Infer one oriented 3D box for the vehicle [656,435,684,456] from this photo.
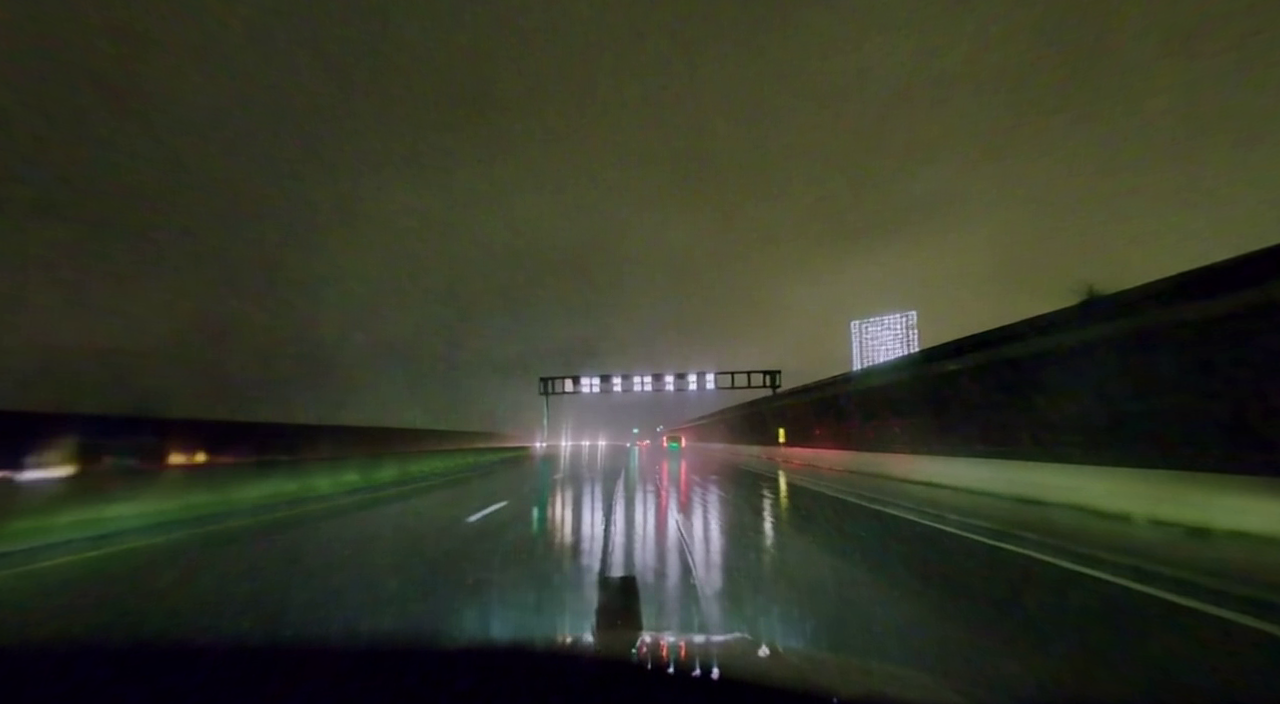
[{"bbox_3d":[2.264,7.158,48.199,1.946,1.481,3.969,0,-8,0],"label":"vehicle"}]
